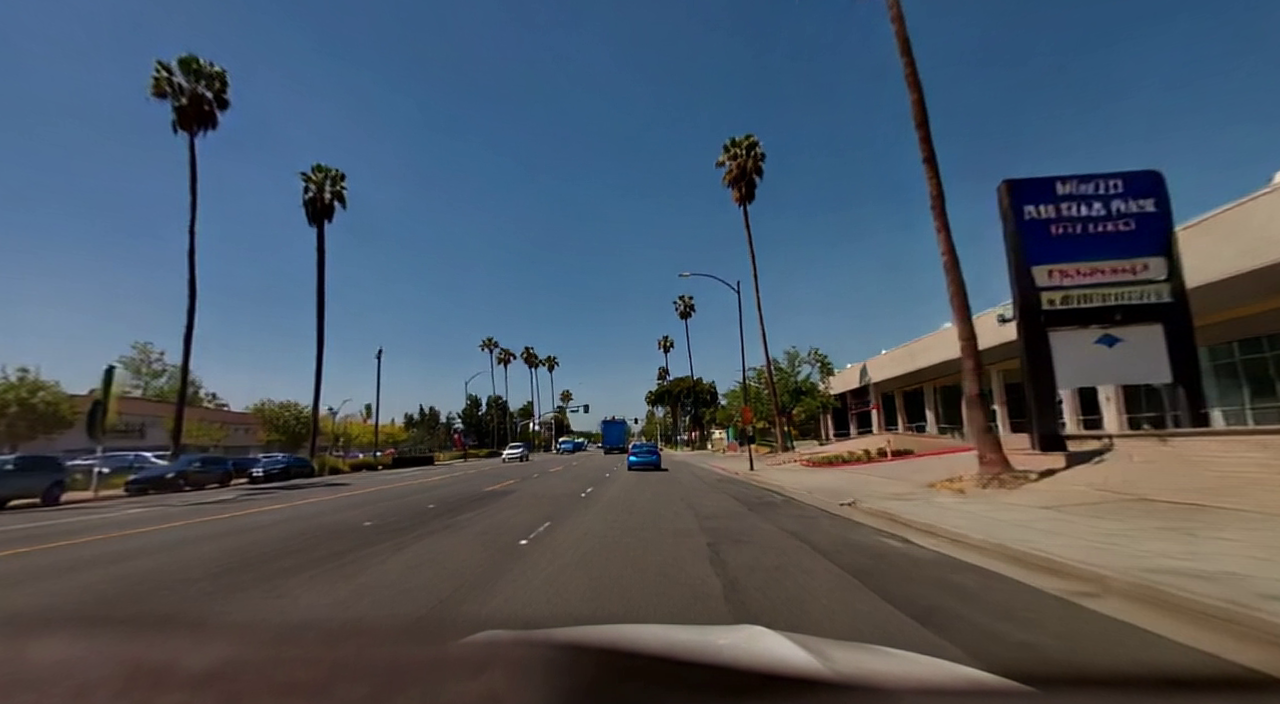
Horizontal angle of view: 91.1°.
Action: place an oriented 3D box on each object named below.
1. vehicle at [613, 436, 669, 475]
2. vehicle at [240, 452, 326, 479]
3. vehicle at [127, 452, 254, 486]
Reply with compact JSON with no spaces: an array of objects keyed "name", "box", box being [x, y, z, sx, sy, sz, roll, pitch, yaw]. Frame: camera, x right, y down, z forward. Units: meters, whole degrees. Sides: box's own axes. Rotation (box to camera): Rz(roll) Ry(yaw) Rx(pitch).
[{"name":"vehicle","box":[0.074,4.319,26.397,2.144,1.514,4.063,0,-9,1]},{"name":"vehicle","box":[-21.534,6.802,37.975,4.320,1.496,2.046,5,-10,-29]},{"name":"vehicle","box":[-21.345,5.565,30.043,4.440,1.498,2.001,3,-9,-20]}]
